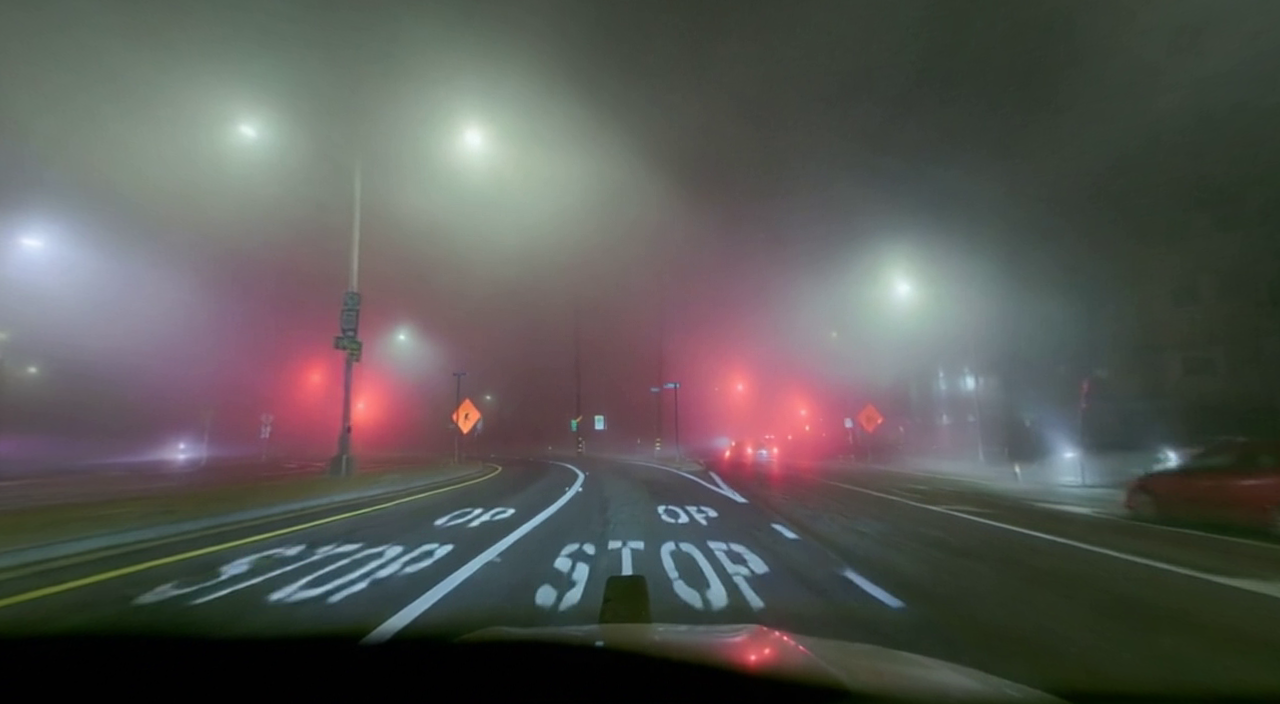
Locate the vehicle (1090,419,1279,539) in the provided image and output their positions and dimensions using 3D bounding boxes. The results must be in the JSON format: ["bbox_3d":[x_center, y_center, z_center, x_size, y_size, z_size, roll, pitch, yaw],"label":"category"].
[{"bbox_3d":[10.442,2.093,10.723,1.961,1.754,4.889,0,-8,1],"label":"vehicle"}]

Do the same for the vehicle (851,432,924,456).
[{"bbox_3d":[18.387,6.862,47.084,4.615,1.738,1.990,-1,-9,4],"label":"vehicle"}]

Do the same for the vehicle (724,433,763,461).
[{"bbox_3d":[6.983,6.453,42.969,2.150,1.779,4.423,-1,-8,4],"label":"vehicle"}]
